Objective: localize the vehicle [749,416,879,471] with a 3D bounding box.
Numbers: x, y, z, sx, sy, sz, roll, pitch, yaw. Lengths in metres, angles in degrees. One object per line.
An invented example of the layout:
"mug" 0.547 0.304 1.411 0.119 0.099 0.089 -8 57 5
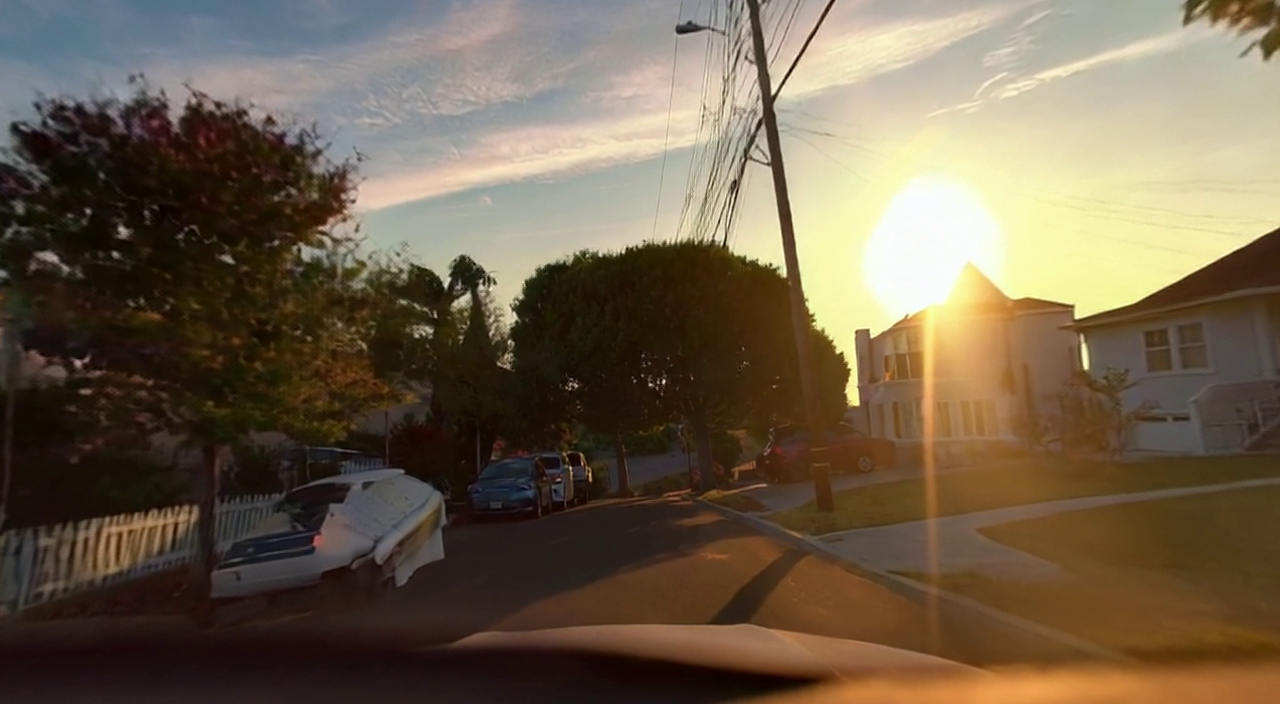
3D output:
"vehicle" 6.421 3.419 23.717 4.249 1.905 1.904 0 -8 -3

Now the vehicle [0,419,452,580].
"vehicle" -4.983 1.808 7.782 4.537 1.595 2.471 1 -13 -2

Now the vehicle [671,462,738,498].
"vehicle" 3.136 6.187 30.739 3.005 1.535 4.025 -1 -9 6

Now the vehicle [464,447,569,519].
"vehicle" -3.067 3.336 16.761 2.081 1.589 4.691 0 -9 -3
